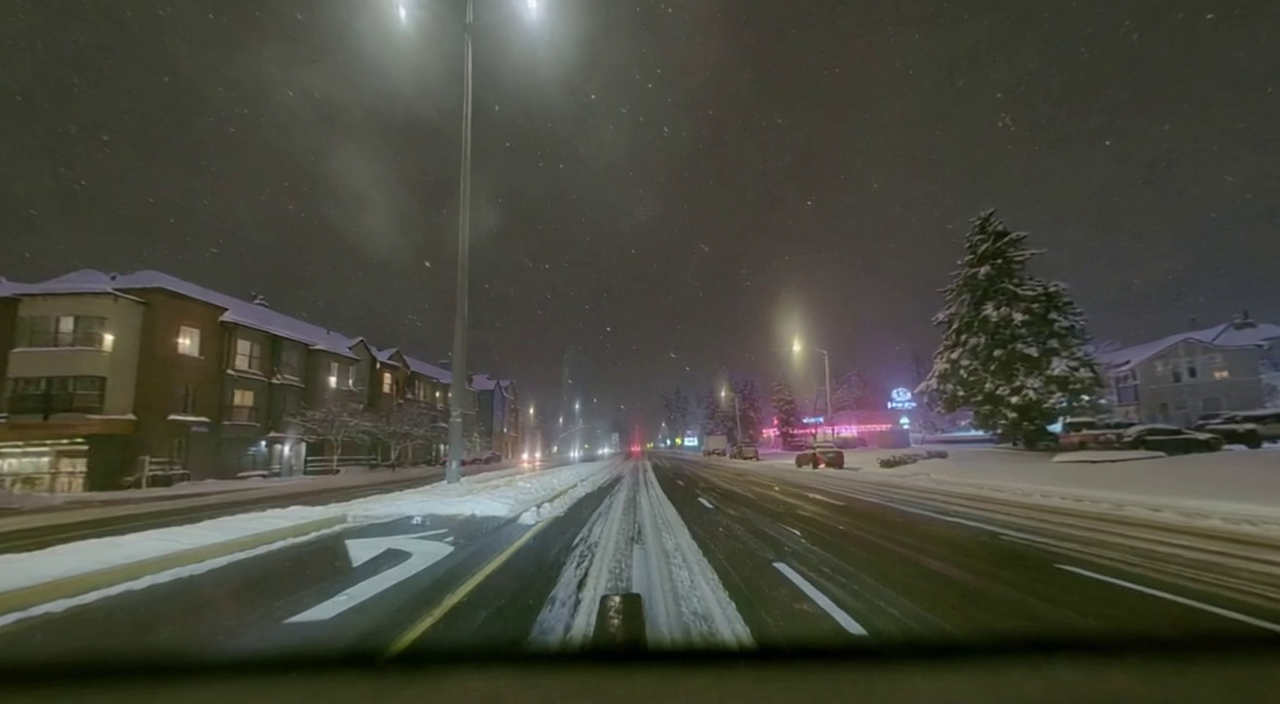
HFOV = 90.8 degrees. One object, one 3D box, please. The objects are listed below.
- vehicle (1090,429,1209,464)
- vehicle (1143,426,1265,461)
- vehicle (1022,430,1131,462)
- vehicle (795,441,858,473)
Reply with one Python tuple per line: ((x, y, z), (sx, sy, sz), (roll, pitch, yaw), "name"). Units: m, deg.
((23.528, 4.403, 29.424), (1.840, 1.475, 4.442), (0, -8, 0), "vehicle")
((26.143, 4.263, 29.514), (1.908, 1.500, 4.313), (0, -8, 4), "vehicle")
((20.741, 4.510, 30.313), (1.760, 1.438, 4.642), (1, -8, -3), "vehicle")
((10.602, 5.986, 36.305), (2.078, 1.688, 4.557), (0, -8, -1), "vehicle")
